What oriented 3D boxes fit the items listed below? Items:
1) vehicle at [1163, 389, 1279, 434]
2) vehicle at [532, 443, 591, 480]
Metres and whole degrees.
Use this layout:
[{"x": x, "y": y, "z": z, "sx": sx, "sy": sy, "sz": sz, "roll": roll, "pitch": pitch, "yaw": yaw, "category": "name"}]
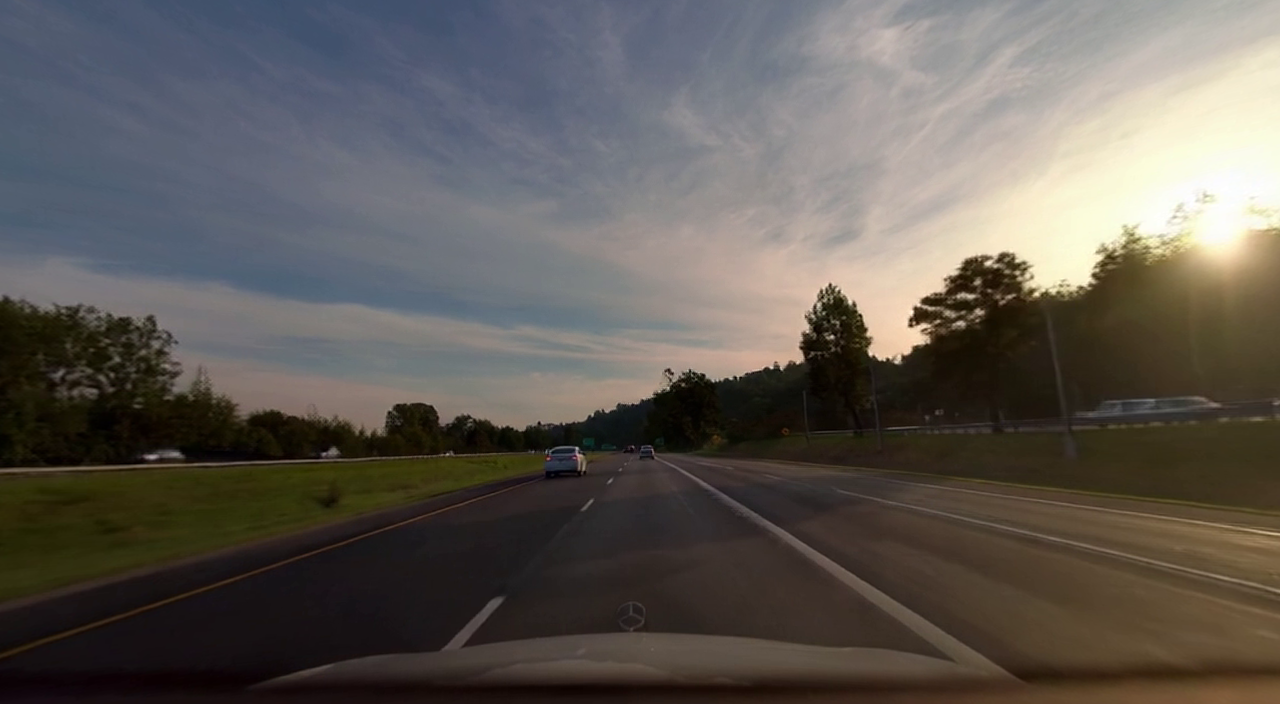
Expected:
[{"x": 21.302, "y": 2.146, "z": 22.250, "sx": 4.015, "sy": 1.437, "sz": 1.908, "roll": -5, "pitch": -10, "yaw": 30, "category": "vehicle"}, {"x": -3.506, "y": 4.966, "z": 28.883, "sx": 2.021, "sy": 1.526, "sz": 4.385, "roll": 0, "pitch": -8, "yaw": 2, "category": "vehicle"}]
